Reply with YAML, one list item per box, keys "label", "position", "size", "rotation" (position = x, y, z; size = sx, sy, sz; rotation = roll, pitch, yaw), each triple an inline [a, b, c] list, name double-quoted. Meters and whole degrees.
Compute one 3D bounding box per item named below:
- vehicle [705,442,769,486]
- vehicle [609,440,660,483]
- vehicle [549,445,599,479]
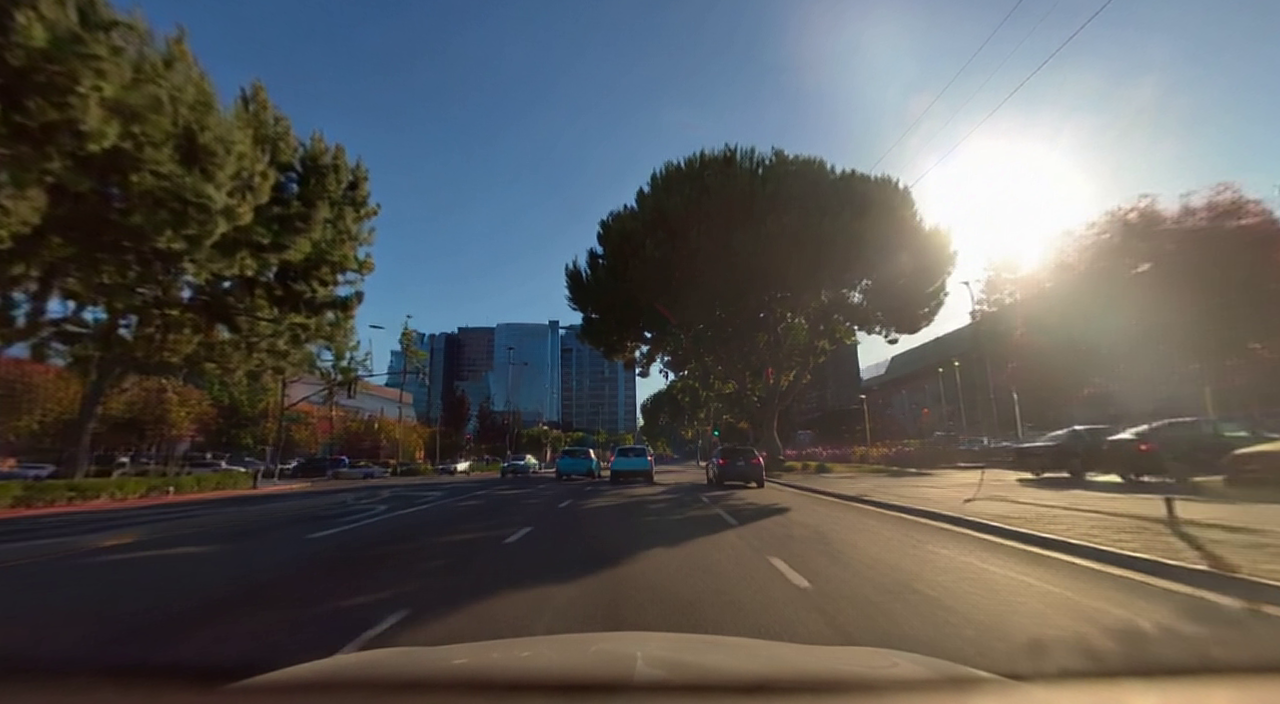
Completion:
- label: "vehicle"
  position: [3.740, 4.370, 24.969]
  size: [1.847, 1.554, 4.052]
  rotation: [0, -8, -1]
- label: "vehicle"
  position: [-0.221, 4.725, 27.523]
  size: [2.022, 1.700, 4.084]
  rotation: [0, -8, 0]
- label: "vehicle"
  position: [-3.490, 5.901, 34.216]
  size: [2.047, 1.710, 4.314]
  rotation: [0, -8, 2]
